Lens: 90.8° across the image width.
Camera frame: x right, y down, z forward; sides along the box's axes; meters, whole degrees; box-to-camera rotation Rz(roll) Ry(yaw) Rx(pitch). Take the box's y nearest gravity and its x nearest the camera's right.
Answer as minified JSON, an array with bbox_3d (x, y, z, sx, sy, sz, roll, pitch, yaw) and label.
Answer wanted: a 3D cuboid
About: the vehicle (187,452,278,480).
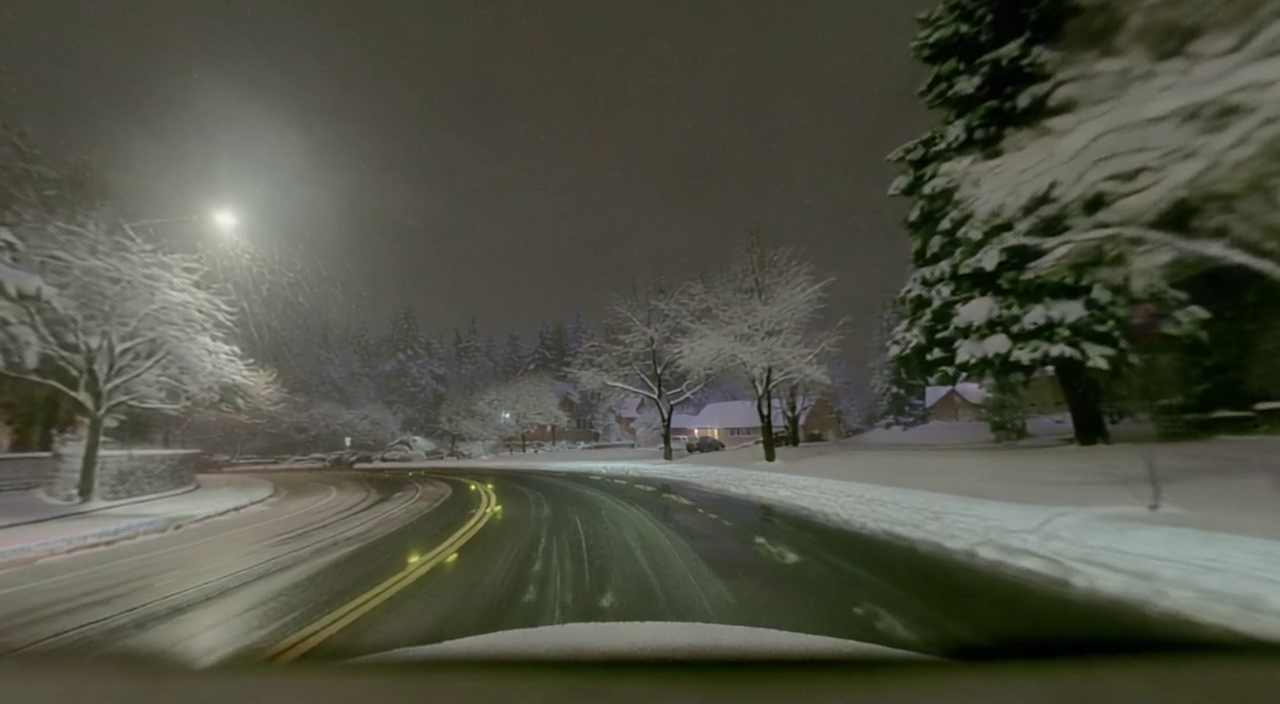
[{"bbox_3d":[-25.021,6.900,38.625,7.241,1.161,2.772,-6,-7,42],"label":"vehicle"}]

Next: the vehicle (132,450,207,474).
[{"bbox_3d":[-33.369,7.814,44.812,4.946,1.537,2.206,-6,-9,26],"label":"vehicle"}]
